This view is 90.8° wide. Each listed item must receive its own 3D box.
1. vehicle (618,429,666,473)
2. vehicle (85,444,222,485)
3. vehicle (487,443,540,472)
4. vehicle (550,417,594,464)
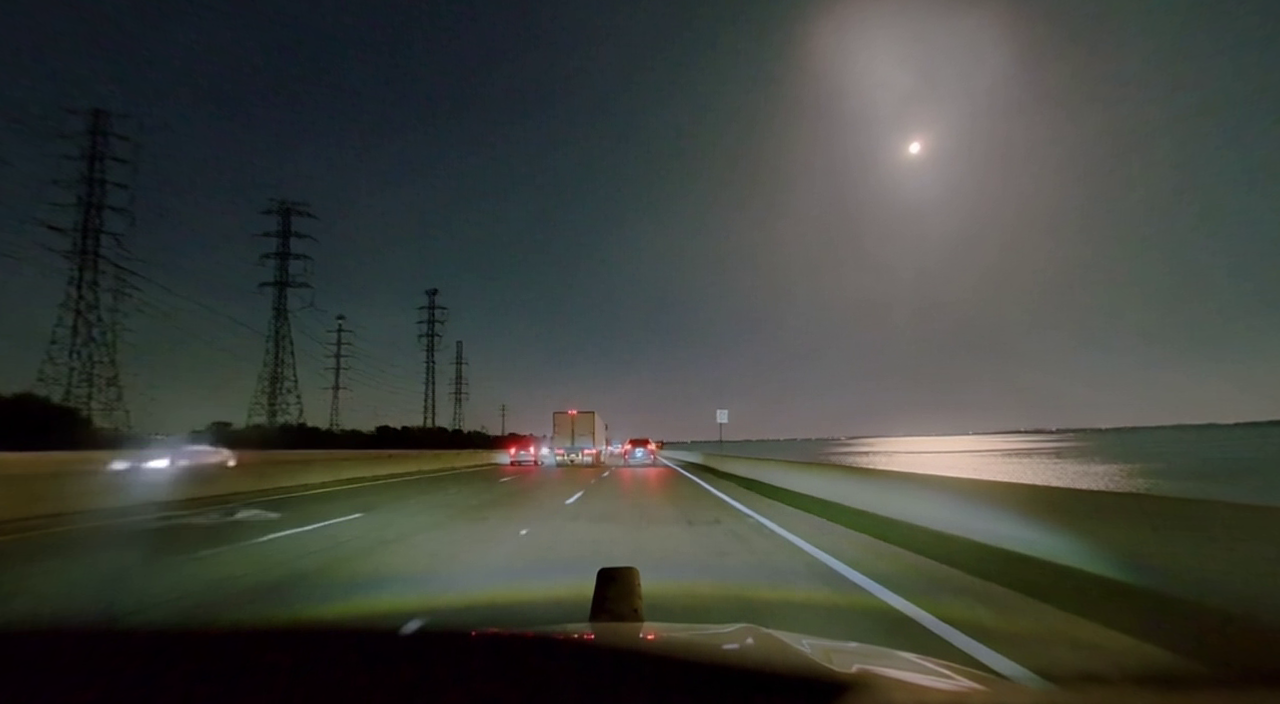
[{"bbox_3d":[0.129,5.253,33.491,2.358,2.144,4.713,0,-9,0],"label":"vehicle"},{"bbox_3d":[-19.236,4.425,25.272,1.841,1.466,4.555,0,-9,0],"label":"vehicle"},{"bbox_3d":[-7.133,6.004,36.126,2.004,1.545,4.513,0,-9,1],"label":"vehicle"},{"bbox_3d":[-3.754,4.959,35.283,2.178,2.522,2.054,0,-9,1],"label":"vehicle"}]
